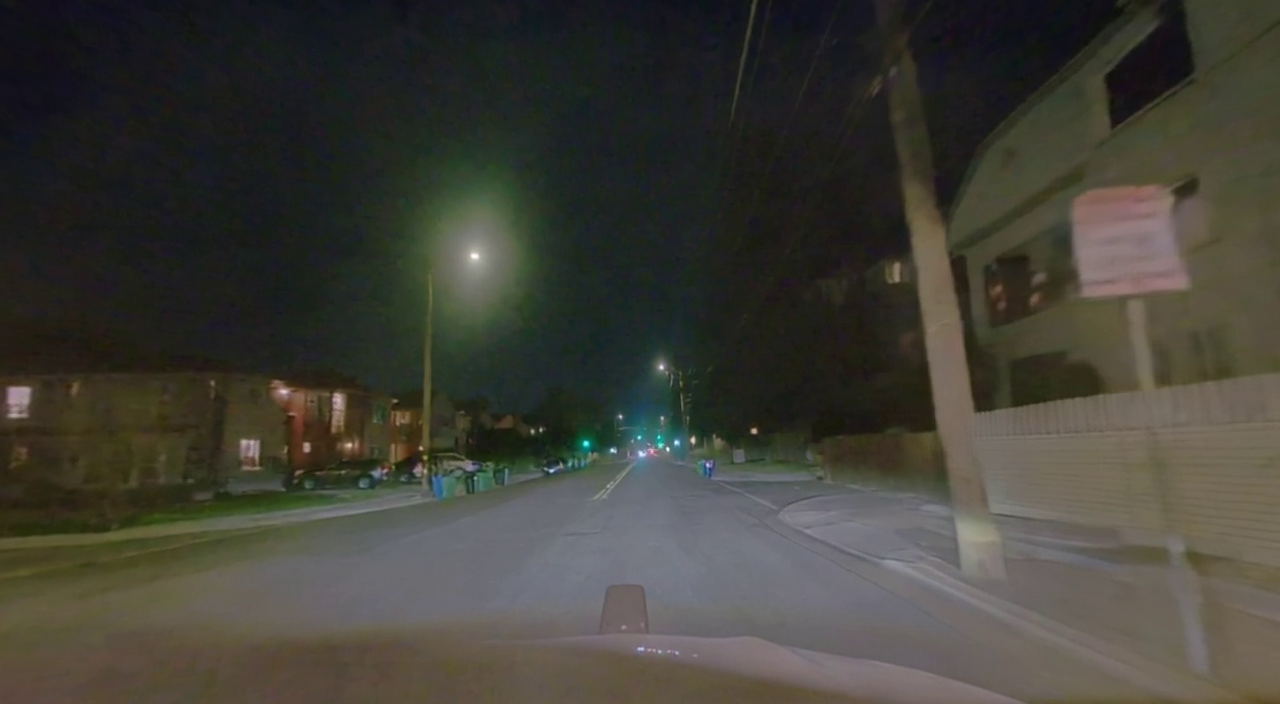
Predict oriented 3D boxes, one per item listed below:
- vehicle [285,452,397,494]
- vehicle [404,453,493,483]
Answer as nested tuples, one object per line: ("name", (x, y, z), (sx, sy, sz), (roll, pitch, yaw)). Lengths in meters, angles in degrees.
("vehicle", (-15.593, 6.321, 32.955), (4.903, 1.566, 2.215), (-7, -8, 9))
("vehicle", (-10.194, 6.141, 33.579), (4.293, 1.484, 1.981), (3, -10, -23))
